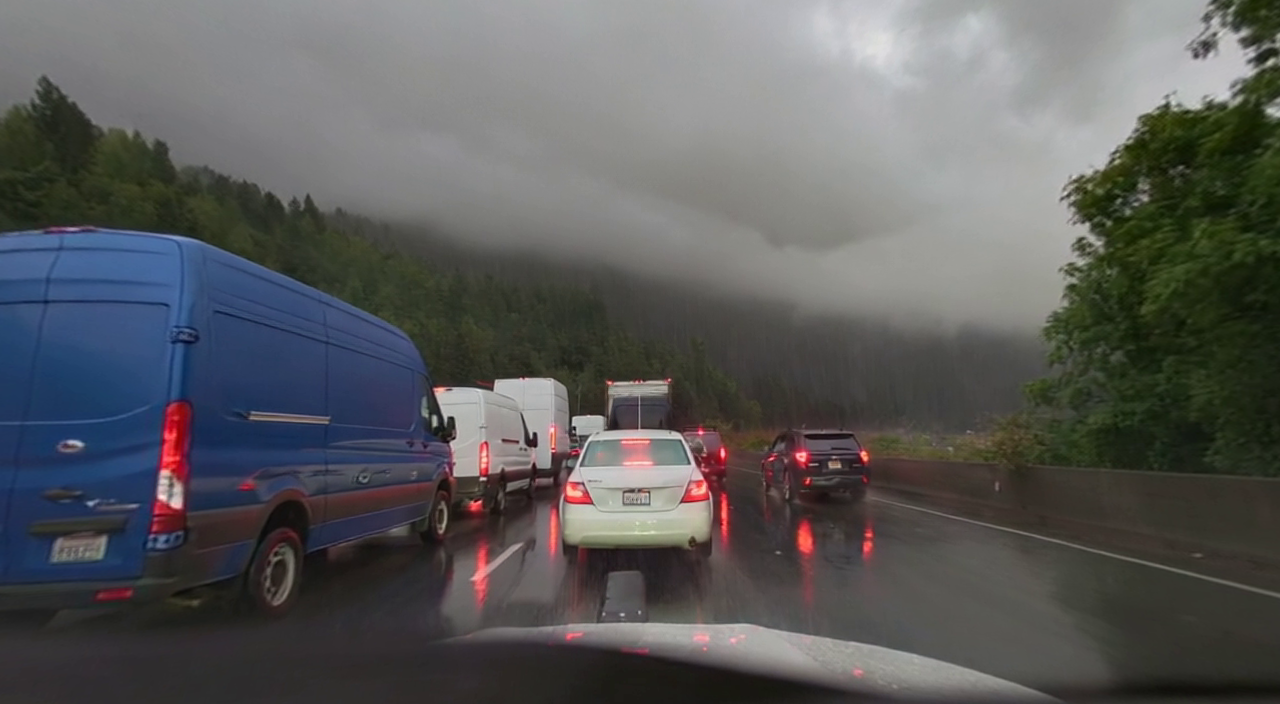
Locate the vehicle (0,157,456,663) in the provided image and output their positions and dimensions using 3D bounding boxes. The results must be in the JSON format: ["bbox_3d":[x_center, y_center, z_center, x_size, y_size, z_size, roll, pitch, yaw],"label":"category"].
[{"bbox_3d":[-4.045,0.758,6.871,2.254,2.879,6.656,0,-9,-2],"label":"vehicle"}]

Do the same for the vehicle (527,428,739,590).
[{"bbox_3d":[-0.094,1.748,7.715,1.995,1.495,3.380,0,-9,-1],"label":"vehicle"}]
